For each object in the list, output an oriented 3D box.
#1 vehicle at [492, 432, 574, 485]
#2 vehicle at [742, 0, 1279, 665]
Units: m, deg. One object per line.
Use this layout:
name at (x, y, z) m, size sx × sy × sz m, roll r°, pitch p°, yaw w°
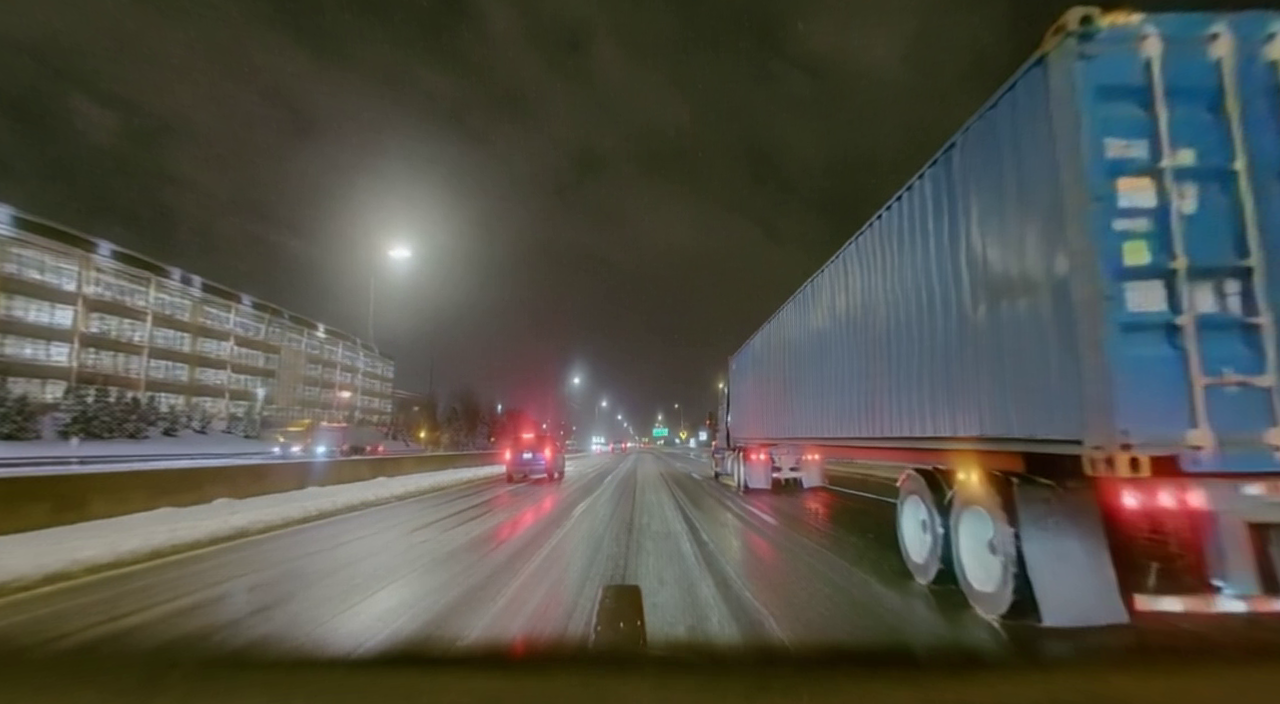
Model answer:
vehicle at (-3.350, 3.413, 20.463) m, size 1.954 × 1.528 × 4.010 m, roll 0°, pitch -9°, yaw 0°
vehicle at (4.112, 0.563, 10.092) m, size 2.893 × 3.992 × 13.605 m, roll 0°, pitch -8°, yaw 1°
